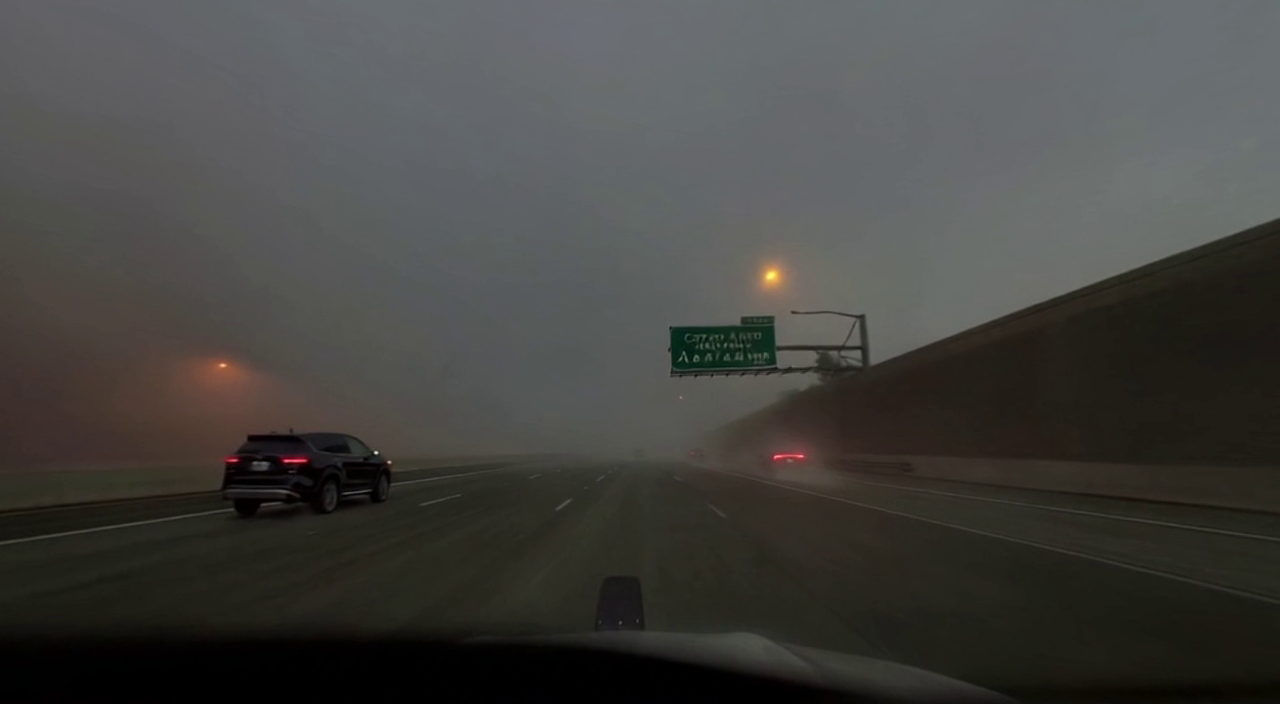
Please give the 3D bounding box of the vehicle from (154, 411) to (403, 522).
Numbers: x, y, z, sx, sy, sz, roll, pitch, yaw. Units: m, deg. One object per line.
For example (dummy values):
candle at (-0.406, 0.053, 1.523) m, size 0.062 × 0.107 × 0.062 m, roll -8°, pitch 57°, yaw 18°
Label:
vehicle at (-7.568, 2.483, 14.094) m, size 2.431 × 2.005 × 5.166 m, roll 0°, pitch -9°, yaw 1°

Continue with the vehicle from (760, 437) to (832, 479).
vehicle at (7.073, 4.879, 29.114) m, size 2.167 × 1.781 × 4.340 m, roll 0°, pitch -9°, yaw -1°
